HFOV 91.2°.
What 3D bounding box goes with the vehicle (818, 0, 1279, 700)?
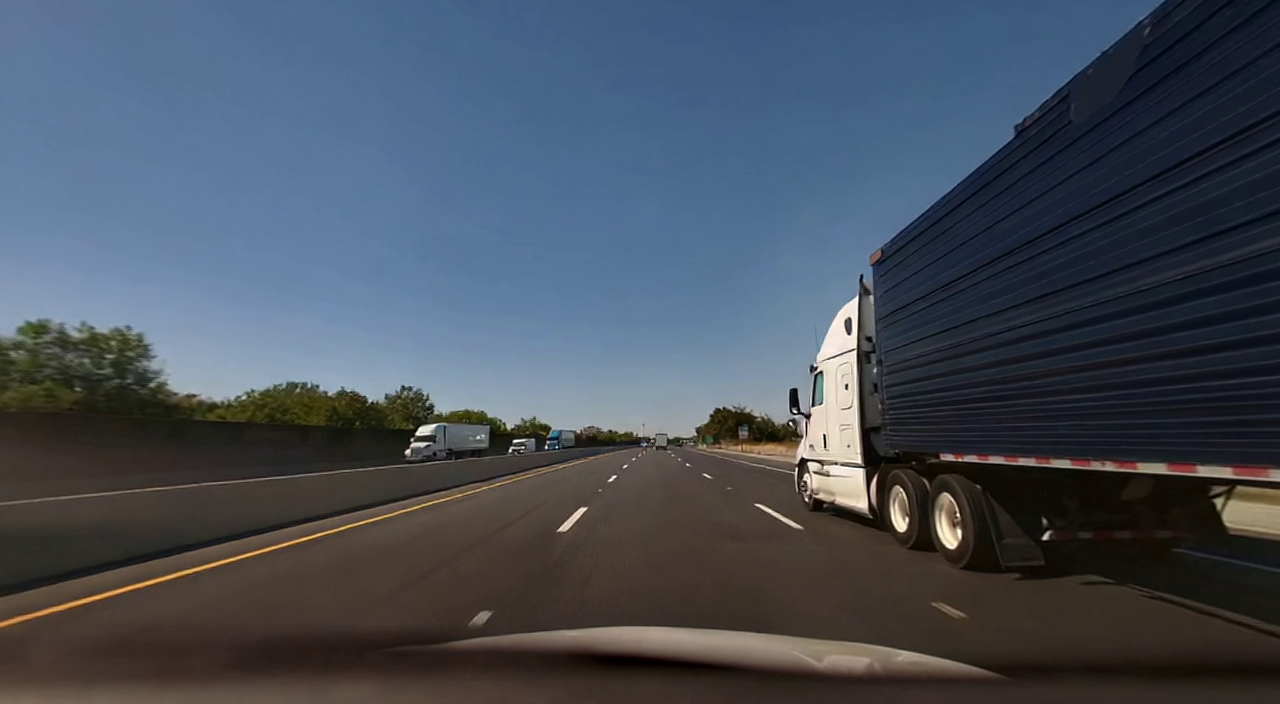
[{"bbox_3d":[4.720,-0.205,3.752,2.908,4.075,15.065,0,-9,0],"label":"vehicle"}]
